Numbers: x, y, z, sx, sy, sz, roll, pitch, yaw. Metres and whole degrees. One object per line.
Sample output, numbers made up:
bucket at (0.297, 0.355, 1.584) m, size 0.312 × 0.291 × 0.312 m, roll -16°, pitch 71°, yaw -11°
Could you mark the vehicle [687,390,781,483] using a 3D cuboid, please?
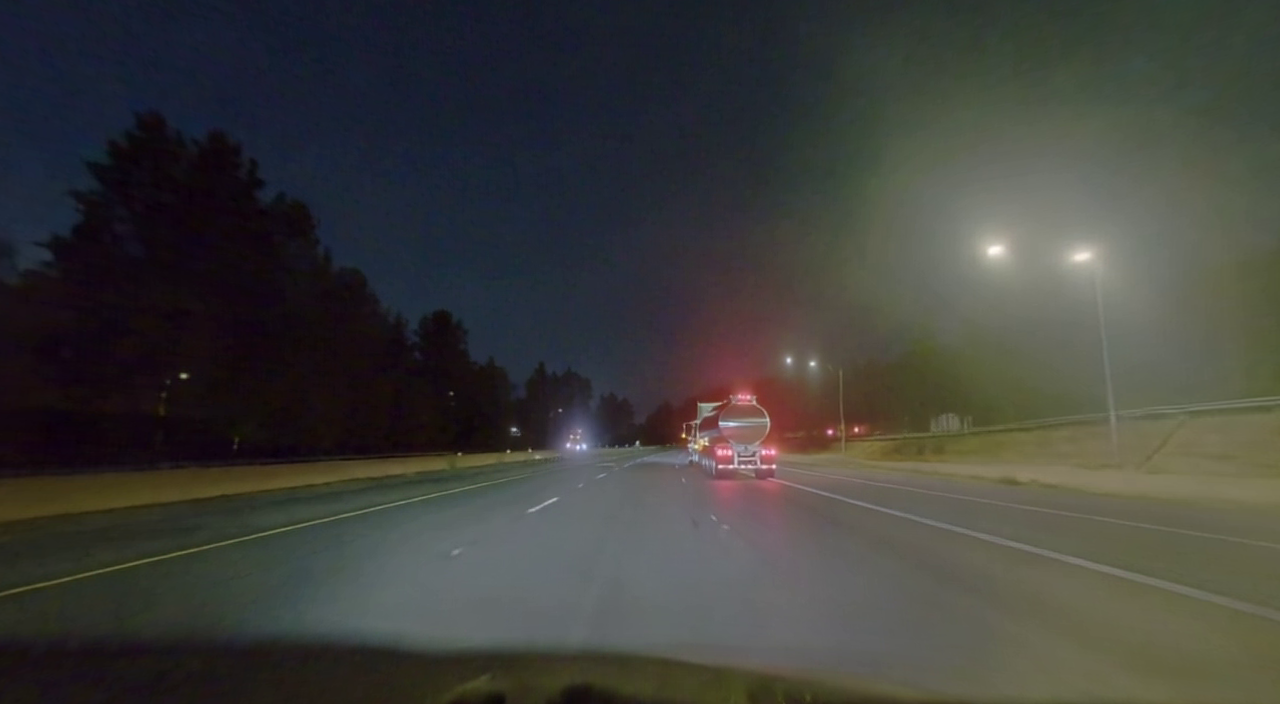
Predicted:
vehicle at (4.199, 4.353, 31.887) m, size 2.880 × 3.624 × 14.397 m, roll 0°, pitch -8°, yaw 1°
